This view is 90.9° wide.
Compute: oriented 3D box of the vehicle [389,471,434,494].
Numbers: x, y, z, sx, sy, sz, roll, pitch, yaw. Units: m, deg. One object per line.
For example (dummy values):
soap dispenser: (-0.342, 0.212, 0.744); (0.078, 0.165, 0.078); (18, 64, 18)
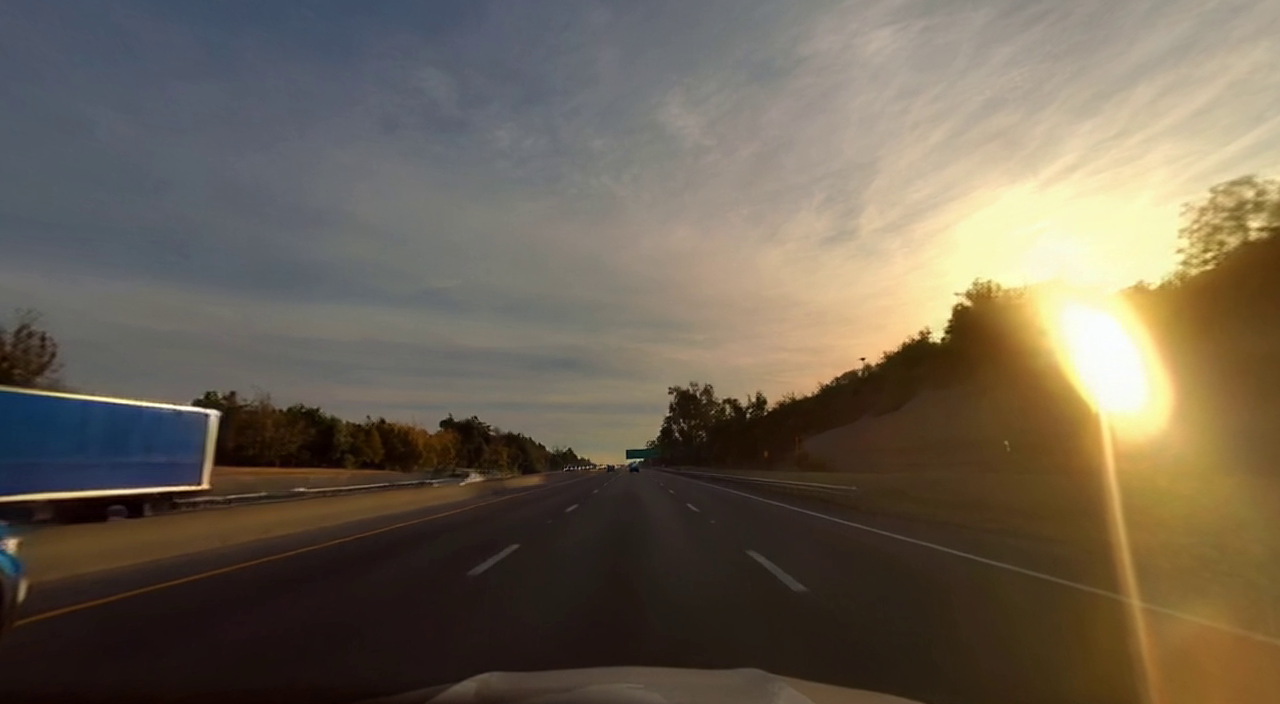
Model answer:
vehicle: (-16.793, 9.601, 46.497); (1.847, 1.527, 4.084); (1, -10, -1)

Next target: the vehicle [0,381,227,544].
vehicle: (-17.662, 3.056, 17.412); (2.890, 4.047, 14.234); (1, -10, 0)

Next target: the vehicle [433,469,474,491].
vehicle: (-13.323, 9.186, 45.266); (1.776, 1.460, 3.883); (1, -10, 0)
